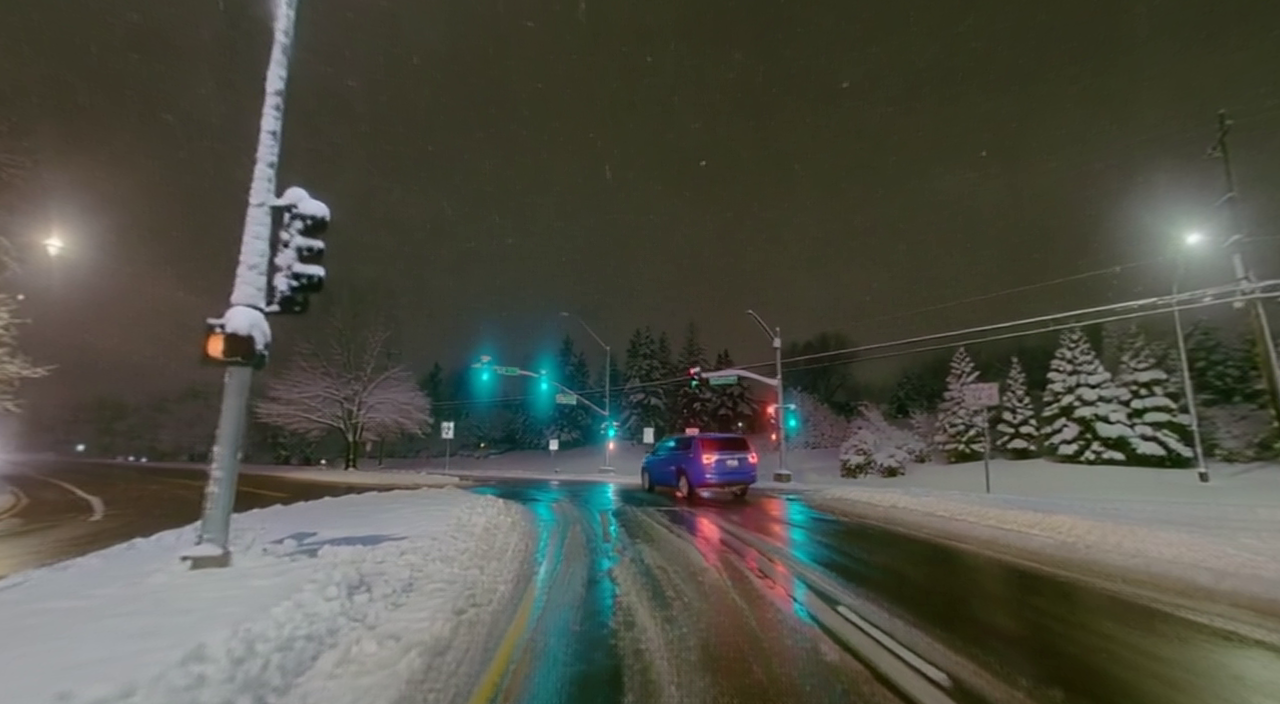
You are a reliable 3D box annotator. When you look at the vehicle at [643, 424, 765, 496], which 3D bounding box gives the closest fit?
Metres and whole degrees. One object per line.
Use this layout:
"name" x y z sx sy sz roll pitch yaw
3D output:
"vehicle" 1.629 3.071 18.309 2.284 1.788 4.871 1 -8 -10
